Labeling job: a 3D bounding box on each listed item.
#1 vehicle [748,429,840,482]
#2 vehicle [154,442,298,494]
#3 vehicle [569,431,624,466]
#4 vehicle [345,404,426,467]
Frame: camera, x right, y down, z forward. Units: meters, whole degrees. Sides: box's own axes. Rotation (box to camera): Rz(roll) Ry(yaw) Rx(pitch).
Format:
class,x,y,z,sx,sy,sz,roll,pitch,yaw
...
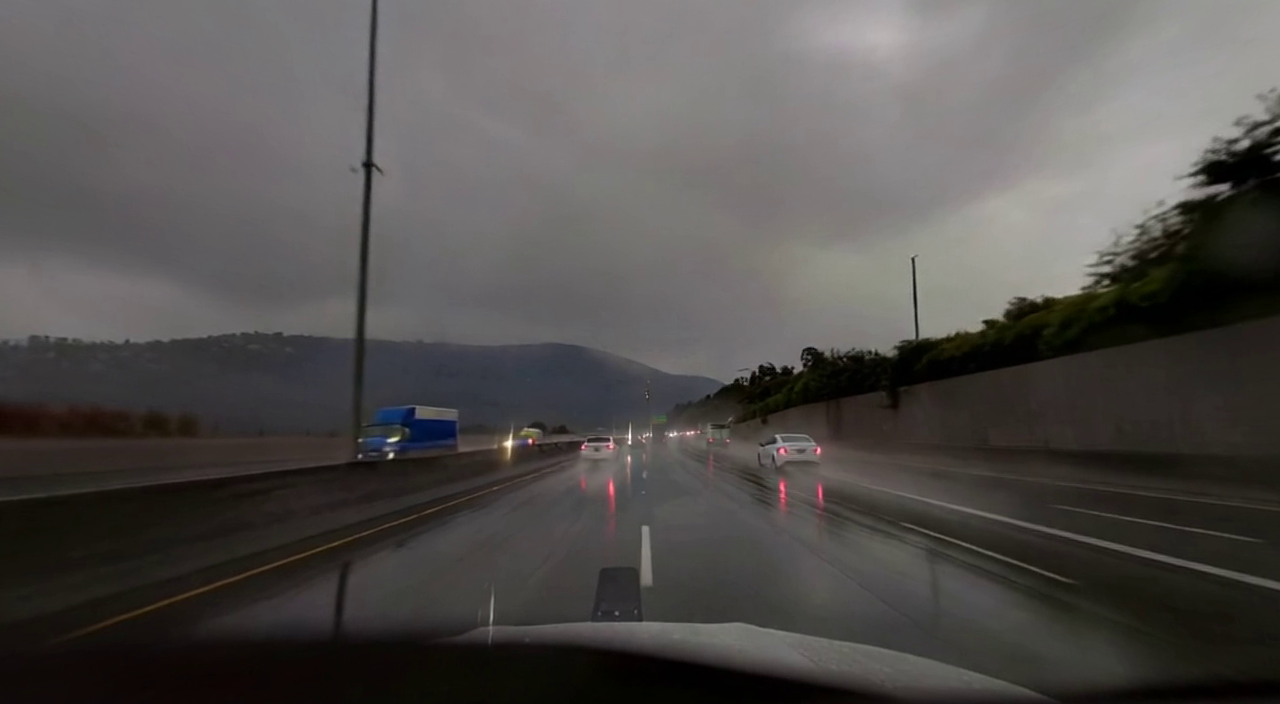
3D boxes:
class,x,y,z,sx,sy,sz,roll,pitch,yaw
vehicle,4.680,3.174,19.710,1.806,1.469,3.681,0,-8,-2
vehicle,-13.289,3.717,20.614,1.786,1.470,4.249,0,-8,1
vehicle,-1.920,4.426,29.064,2.204,1.486,4.121,0,-8,0
vehicle,-17.325,5.747,43.405,2.991,3.986,5.935,0,-8,0
